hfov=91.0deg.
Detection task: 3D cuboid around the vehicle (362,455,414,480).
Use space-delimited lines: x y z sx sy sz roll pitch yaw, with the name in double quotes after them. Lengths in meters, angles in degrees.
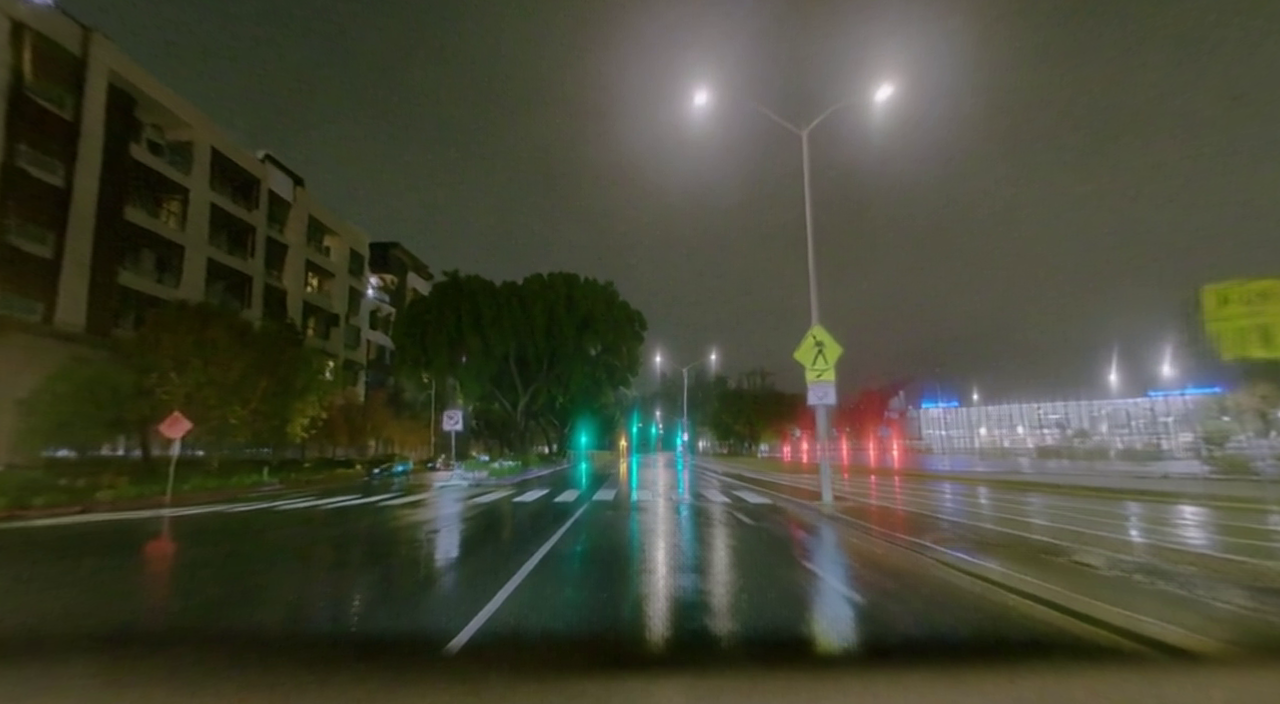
-16.694 7.662 41.861 1.810 1.478 4.233 -3 -10 -1 "vehicle"
